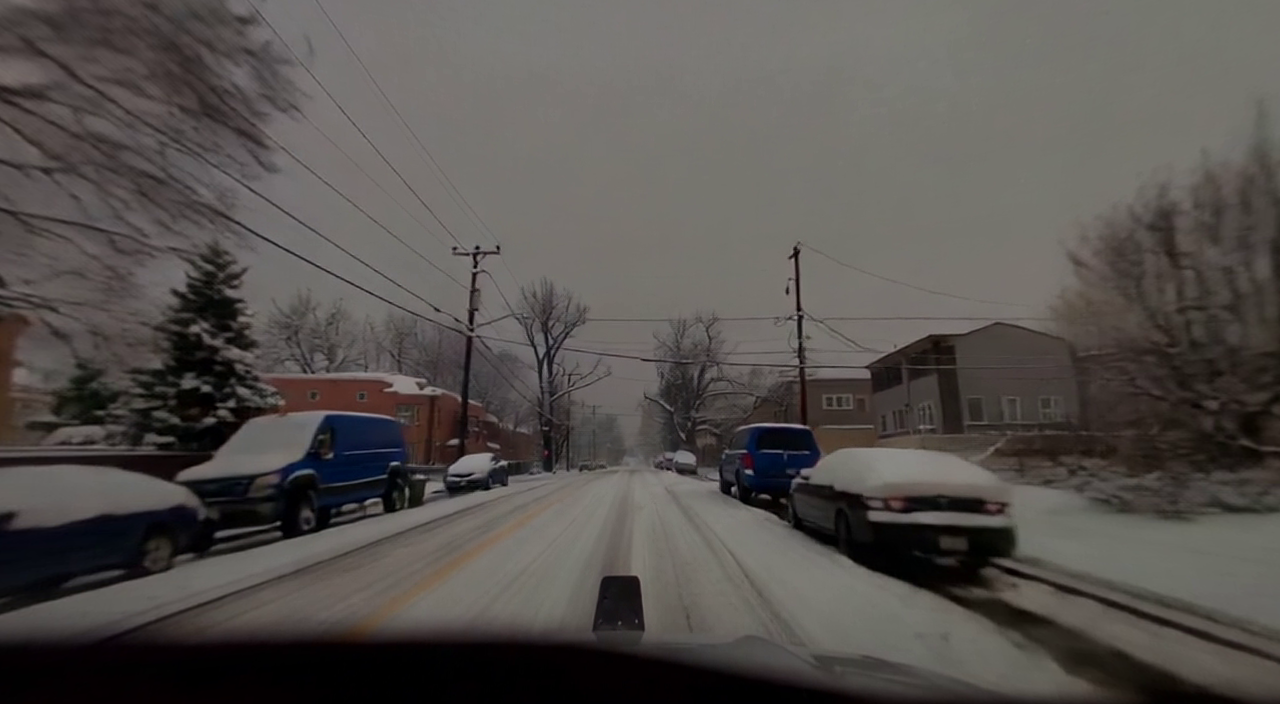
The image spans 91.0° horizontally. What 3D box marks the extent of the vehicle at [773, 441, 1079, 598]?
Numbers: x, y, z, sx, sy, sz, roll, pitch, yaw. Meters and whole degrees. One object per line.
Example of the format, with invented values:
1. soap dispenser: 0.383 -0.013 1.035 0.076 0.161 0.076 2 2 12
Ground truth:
1. vehicle: 3.157 1.900 8.151 1.796 1.449 4.373 0 -8 -2

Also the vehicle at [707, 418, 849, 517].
1. vehicle: 3.008 2.672 15.042 2.145 1.935 5.054 0 -9 -1

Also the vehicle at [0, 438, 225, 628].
1. vehicle: -6.835 1.839 6.508 2.027 1.563 4.594 -3 -5 0

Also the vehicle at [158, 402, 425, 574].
1. vehicle: -6.877 2.512 13.542 2.508 2.712 5.809 -2 -4 0

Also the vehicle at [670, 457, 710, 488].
1. vehicle: 2.932 7.195 37.960 2.010 1.661 4.615 0 -9 -1

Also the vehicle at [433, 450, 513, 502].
1. vehicle: -6.822 5.067 26.274 2.057 1.632 4.730 0 -5 0
